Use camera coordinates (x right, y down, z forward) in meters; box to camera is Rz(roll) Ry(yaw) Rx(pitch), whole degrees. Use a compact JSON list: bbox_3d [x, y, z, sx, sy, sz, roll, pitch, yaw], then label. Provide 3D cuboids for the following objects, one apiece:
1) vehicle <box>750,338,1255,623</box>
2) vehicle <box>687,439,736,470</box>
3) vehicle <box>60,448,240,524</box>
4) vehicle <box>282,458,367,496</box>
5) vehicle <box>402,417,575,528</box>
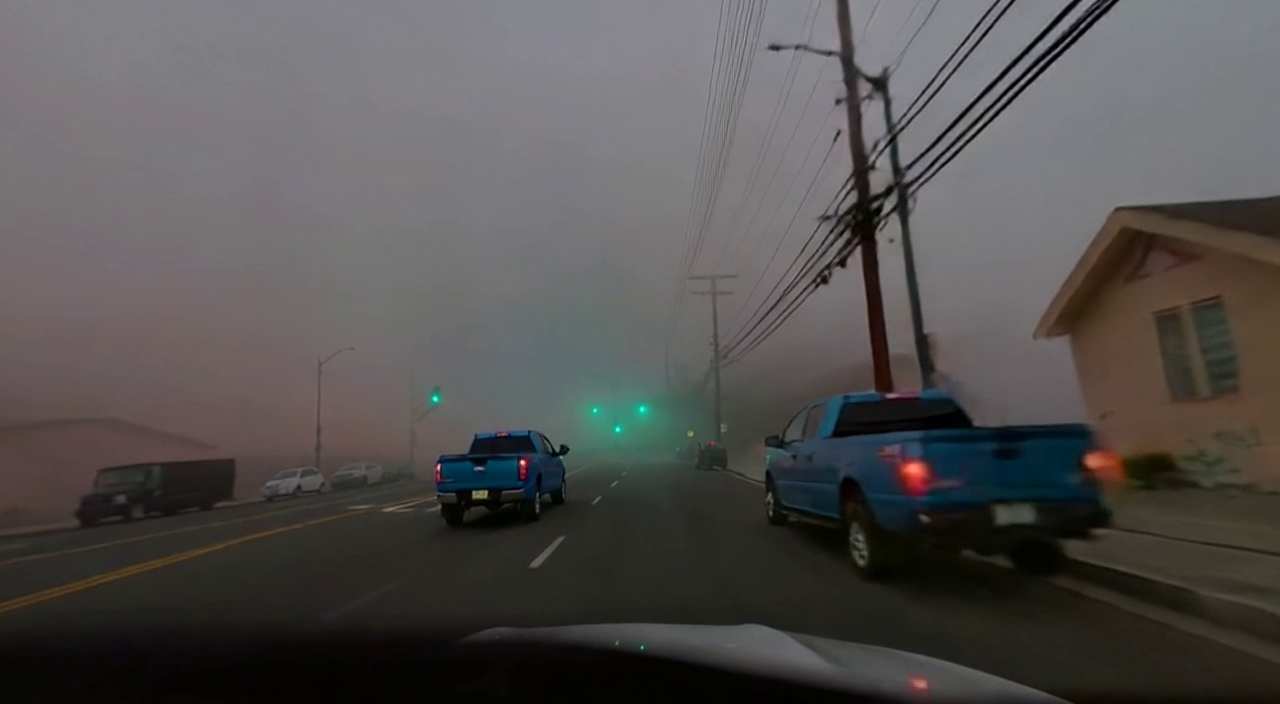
[{"bbox_3d":[3.120,1.383,7.806,2.415,2.004,6.589,0,-8,1],"label":"vehicle"},{"bbox_3d":[3.703,5.399,33.265,2.012,1.491,4.333,0,-8,0],"label":"vehicle"},{"bbox_3d":[-19.200,5.180,25.239,2.159,2.586,5.899,-1,-8,3],"label":"vehicle"},{"bbox_3d":[-15.431,6.102,31.090,2.026,1.617,3.933,-1,-8,2],"label":"vehicle"},{"bbox_3d":[-2.903,2.472,13.601,2.242,1.890,5.306,-1,-8,2],"label":"vehicle"}]
